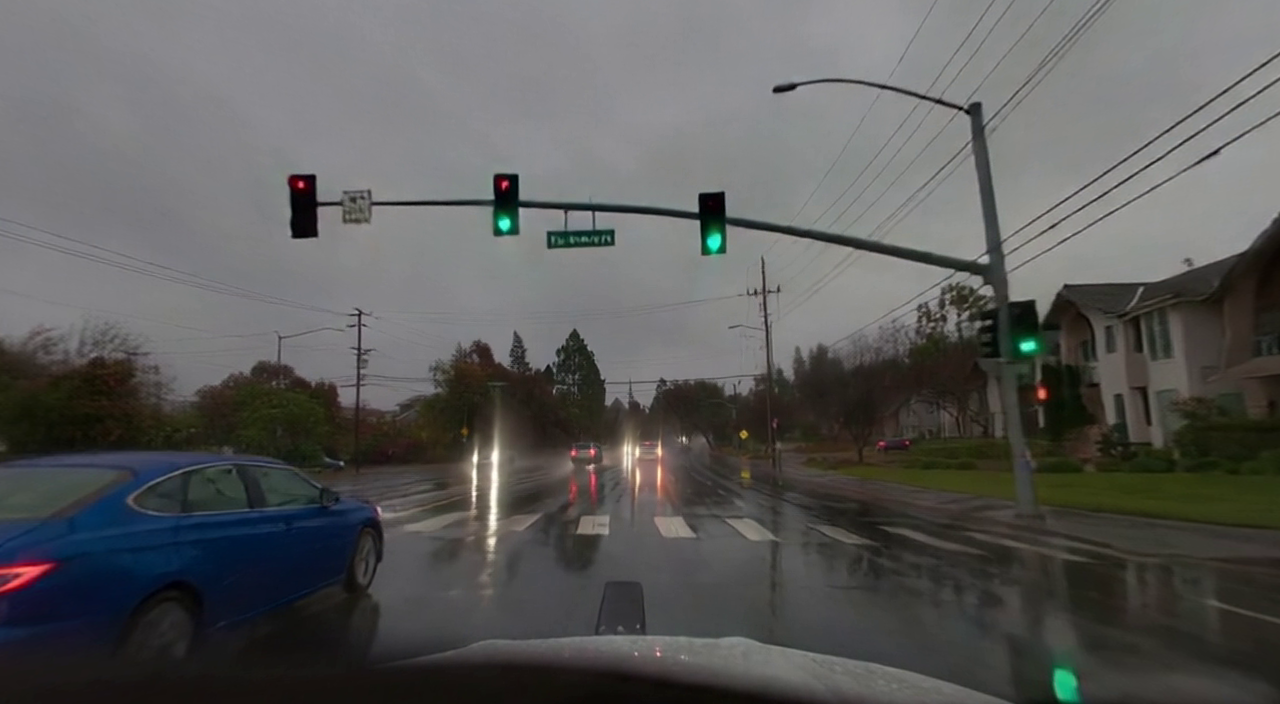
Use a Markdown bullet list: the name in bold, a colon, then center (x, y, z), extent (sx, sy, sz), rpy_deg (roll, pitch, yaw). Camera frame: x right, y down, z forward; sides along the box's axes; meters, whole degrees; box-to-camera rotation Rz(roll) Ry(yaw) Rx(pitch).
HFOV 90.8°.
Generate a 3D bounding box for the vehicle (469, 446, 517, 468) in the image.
- **vehicle**: center (-10.355, 7.393, 44.831), extent (2.008, 1.446, 4.586), rpy_deg (-1, -8, 4)

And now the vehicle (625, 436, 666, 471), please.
- **vehicle**: center (0.377, 5.792, 36.217), extent (2.155, 1.836, 4.250), rpy_deg (0, -8, 3)

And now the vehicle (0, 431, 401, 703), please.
- **vehicle**: center (-3.642, 1.356, 4.784), extent (1.901, 1.409, 4.442), rpy_deg (0, -8, 0)

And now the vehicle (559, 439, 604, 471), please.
- **vehicle**: center (-3.213, 5.739, 35.452), extent (1.899, 1.685, 4.121), rpy_deg (0, -8, 3)
